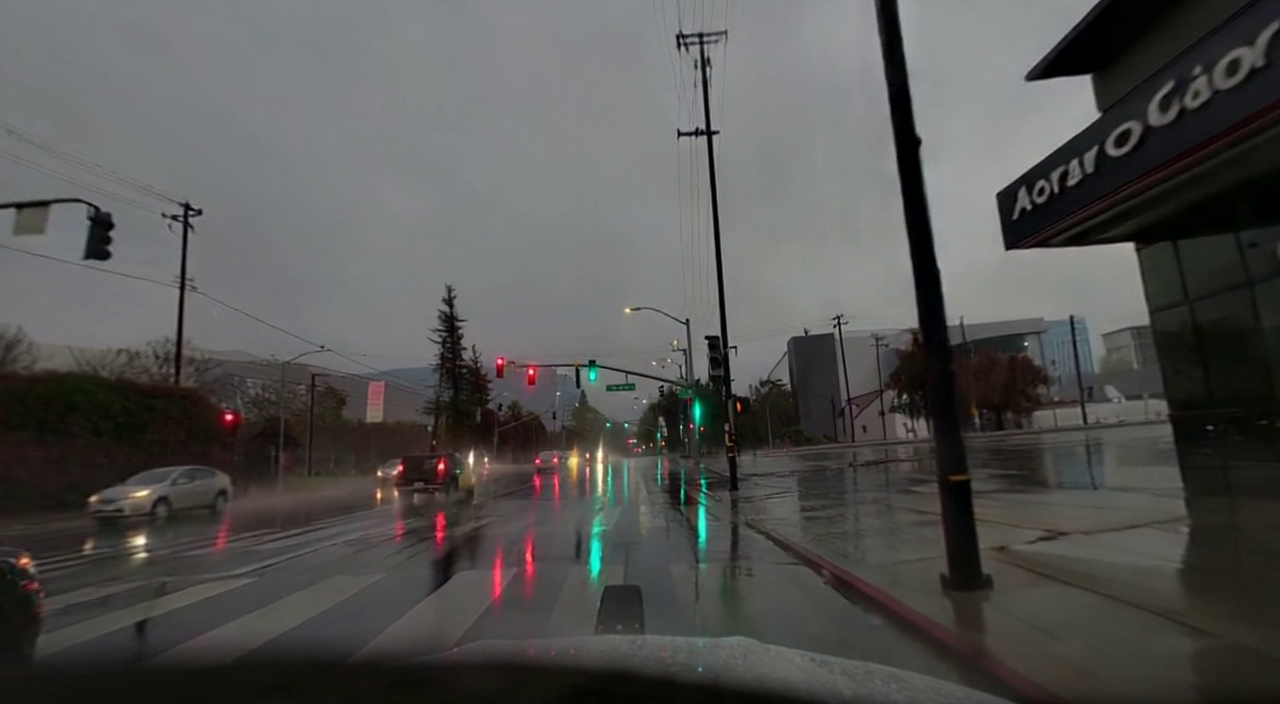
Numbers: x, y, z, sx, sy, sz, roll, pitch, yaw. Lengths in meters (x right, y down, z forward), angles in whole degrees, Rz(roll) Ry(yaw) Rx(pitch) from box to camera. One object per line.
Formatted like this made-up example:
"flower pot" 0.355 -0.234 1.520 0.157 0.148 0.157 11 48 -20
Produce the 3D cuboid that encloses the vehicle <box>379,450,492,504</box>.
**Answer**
"vehicle" -6.308 3.877 20.027 1.960 1.479 4.654 0 -9 1

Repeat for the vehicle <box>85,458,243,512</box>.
"vehicle" -15.645 4.465 21.052 1.964 1.485 4.252 -4 -12 0

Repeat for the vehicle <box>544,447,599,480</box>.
"vehicle" -3.217 5.345 30.532 2.147 1.472 4.406 0 -9 1
